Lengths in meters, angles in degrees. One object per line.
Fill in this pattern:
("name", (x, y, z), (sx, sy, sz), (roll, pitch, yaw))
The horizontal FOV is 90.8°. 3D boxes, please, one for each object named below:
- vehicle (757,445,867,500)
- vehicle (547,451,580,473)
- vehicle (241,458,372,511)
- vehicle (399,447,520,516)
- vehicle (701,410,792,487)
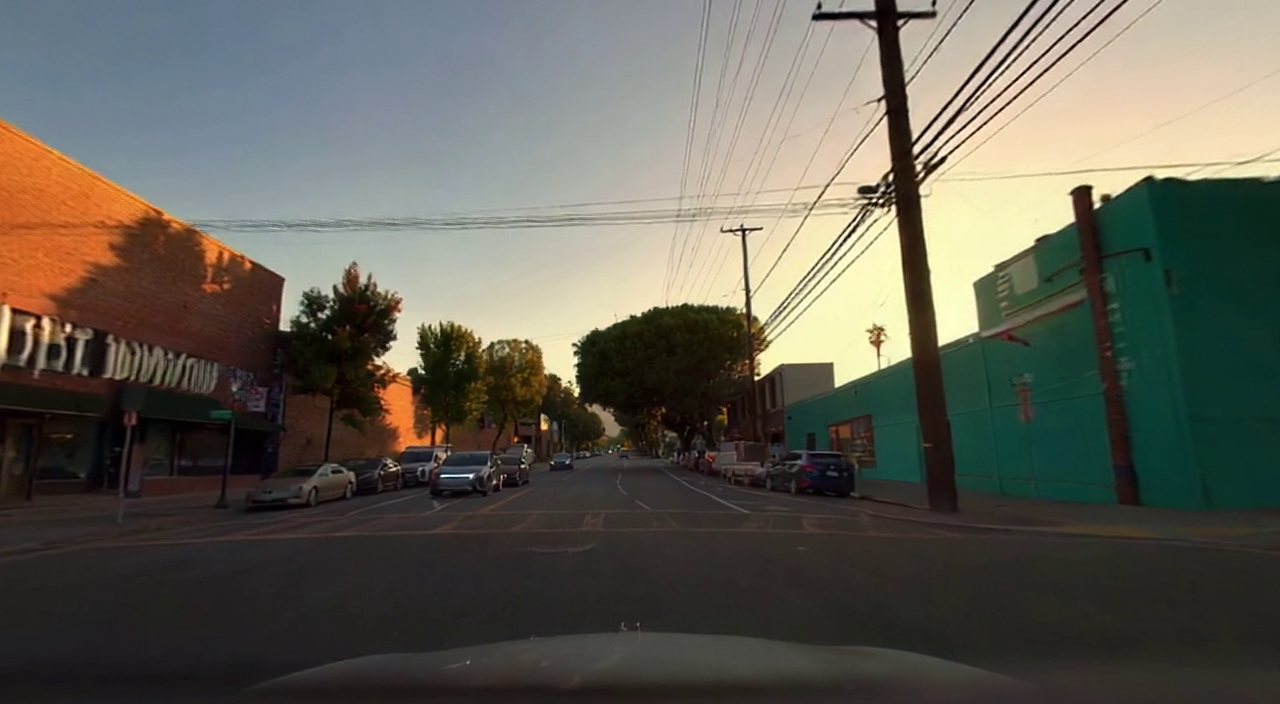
("vehicle", (5.742, 4.049, 21.699), (1.963, 1.646, 4.204), (1, -8, -11))
("vehicle", (-5.517, 7.977, 46.146), (1.925, 1.479, 4.444), (0, -8, 0))
("vehicle", (-10.773, 4.272, 20.822), (1.978, 1.452, 4.263), (0, -8, 0))
("vehicle", (-4.496, 3.258, 16.484), (2.050, 1.505, 4.219), (0, -8, -2))
("vehicle", (4.849, 4.615, 30.452), (2.815, 3.203, 7.558), (0, -8, -2))
